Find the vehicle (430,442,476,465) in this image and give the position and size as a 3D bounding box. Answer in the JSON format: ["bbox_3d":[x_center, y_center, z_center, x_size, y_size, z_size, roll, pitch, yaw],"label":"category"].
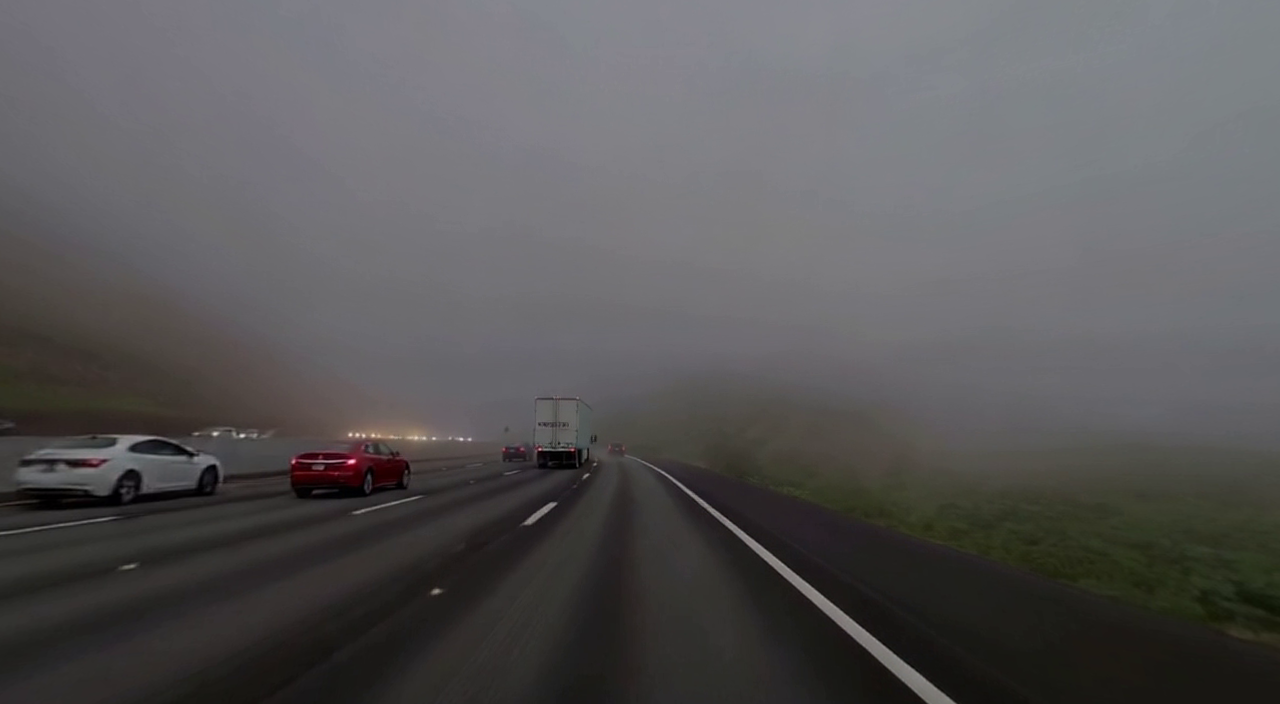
[{"bbox_3d":[-12.593,6.856,42.662,1.868,1.454,4.290,1,-9,-1],"label":"vehicle"}]

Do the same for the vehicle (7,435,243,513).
[{"bbox_3d":[-11.383,2.688,14.387,1.908,1.491,4.048,1,-9,0],"label":"vehicle"}]

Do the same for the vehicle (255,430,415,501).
[{"bbox_3d":[-8.159,3.071,17.455,2.099,1.644,4.638,1,-9,0],"label":"vehicle"}]

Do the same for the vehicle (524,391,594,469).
[{"bbox_3d":[-4.752,5.115,39.870,2.880,4.025,14.064,1,-8,-1],"label":"vehicle"}]

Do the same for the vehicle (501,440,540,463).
[{"bbox_3d":[-9.046,7.563,48.030,2.128,1.658,4.443,1,-9,-1],"label":"vehicle"}]
